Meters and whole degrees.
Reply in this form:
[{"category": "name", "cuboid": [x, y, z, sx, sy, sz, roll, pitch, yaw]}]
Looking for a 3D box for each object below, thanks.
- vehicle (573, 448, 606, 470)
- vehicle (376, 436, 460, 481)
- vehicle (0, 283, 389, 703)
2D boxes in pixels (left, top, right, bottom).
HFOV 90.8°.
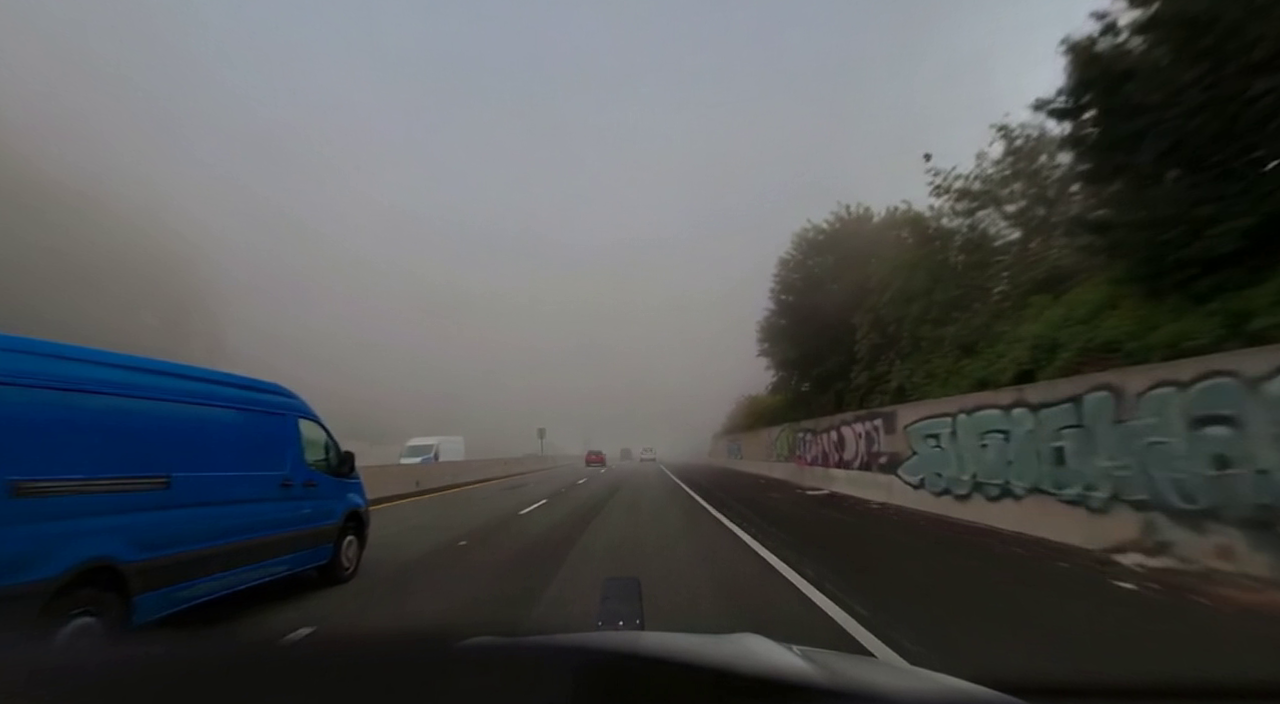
[{"category": "vehicle", "cuboid": [-3.518, 7.561, 44.797, 1.994, 1.471, 3.962, 0, -9, 0]}, {"category": "vehicle", "cuboid": [-12.471, 6.019, 36.005, 2.473, 2.305, 6.168, 0, -9, 1]}, {"category": "vehicle", "cuboid": [-3.890, 0.961, 4.205, 2.310, 2.030, 5.094, 0, -9, 0]}]
